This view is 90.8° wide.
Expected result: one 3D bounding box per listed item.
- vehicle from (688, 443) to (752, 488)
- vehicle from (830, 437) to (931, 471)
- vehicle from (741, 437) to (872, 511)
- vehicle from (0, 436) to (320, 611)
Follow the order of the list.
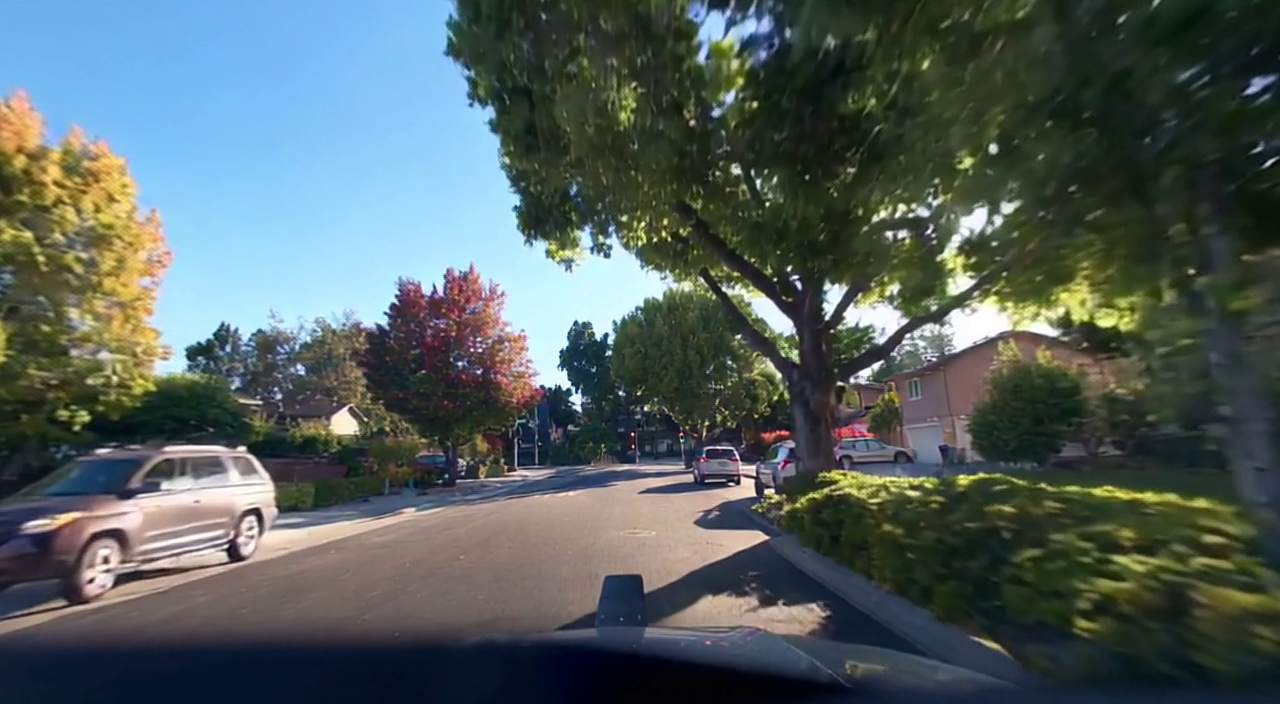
[{"bbox_3d":[3.113,4.512,25.437,2.037,1.595,4.536,-1,-9,1],"label":"vehicle"},{"bbox_3d":[12.468,5.322,33.032,4.470,1.624,2.047,-2,-9,6],"label":"vehicle"},{"bbox_3d":[4.036,3.054,16.263,2.043,1.585,4.687,-1,-9,-1],"label":"vehicle"},{"bbox_3d":[-6.913,2.116,8.815,2.119,1.760,4.294,-2,-9,10],"label":"vehicle"}]
